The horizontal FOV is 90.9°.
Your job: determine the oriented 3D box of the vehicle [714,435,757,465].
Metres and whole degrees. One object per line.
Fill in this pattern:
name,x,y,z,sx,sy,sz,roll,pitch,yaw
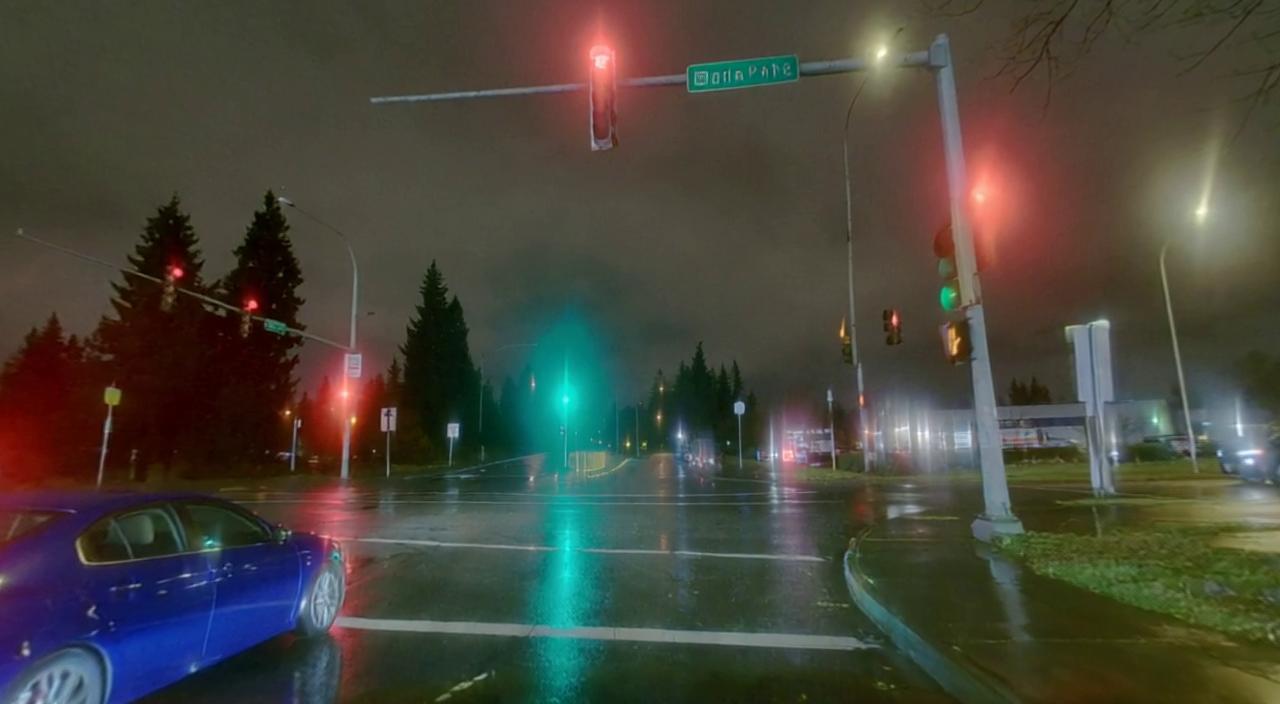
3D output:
vehicle,6.943,7.147,46.140,1.491,2.041,2.964,6,-9,-35

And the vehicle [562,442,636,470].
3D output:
vehicle,-2.447,6.156,37.559,3.991,1.526,1.868,-4,-9,30

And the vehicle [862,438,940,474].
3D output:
vehicle,12.396,5.041,30.270,1.922,1.529,3.964,0,-12,-1

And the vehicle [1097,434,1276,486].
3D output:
vehicle,16.791,3.320,19.516,3.876,1.512,1.784,0,-8,-1
